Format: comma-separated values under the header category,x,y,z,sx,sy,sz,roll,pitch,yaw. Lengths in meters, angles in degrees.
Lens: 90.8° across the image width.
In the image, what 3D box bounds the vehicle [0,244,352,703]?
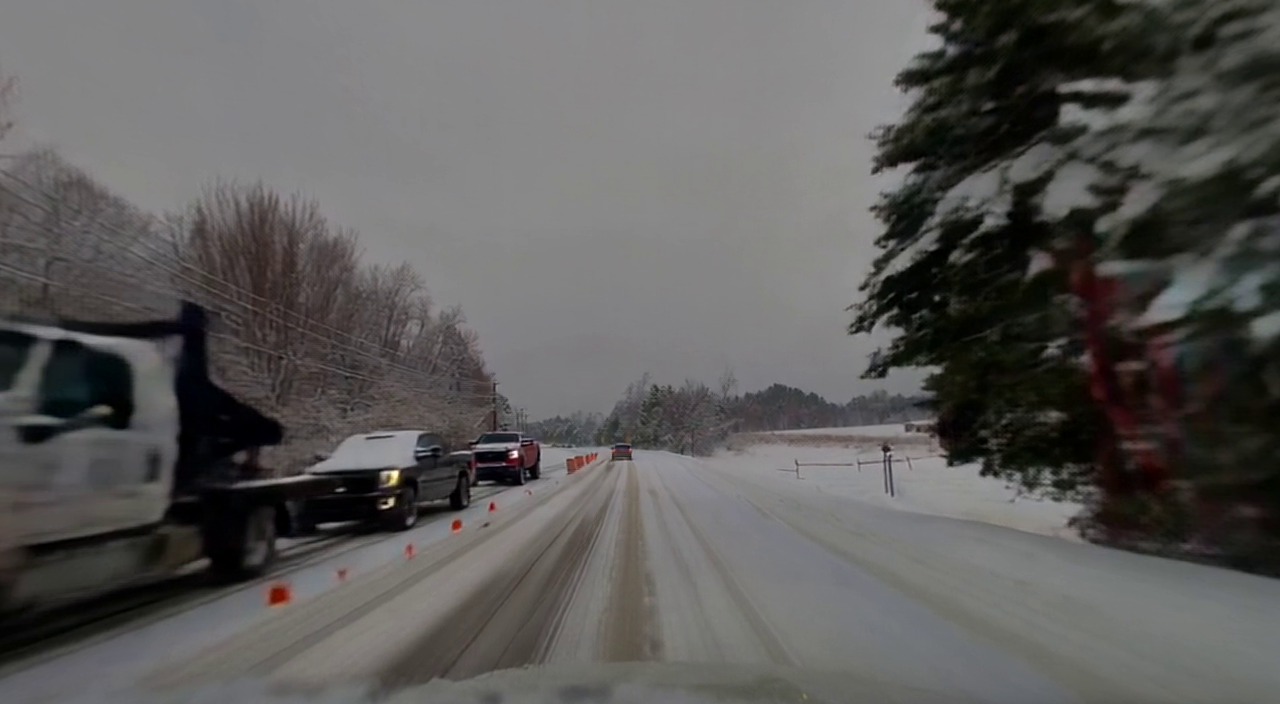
category,x,y,z,sx,sy,sz,roll,pitch,yaw
vehicle,-4.517,0.941,5.182,2.380,2.488,4.028,0,-8,-1

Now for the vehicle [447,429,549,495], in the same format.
category,x,y,z,sx,sy,sz,roll,pitch,yaw
vehicle,-4.661,3.706,21.739,2.128,1.944,5.555,0,-8,1
